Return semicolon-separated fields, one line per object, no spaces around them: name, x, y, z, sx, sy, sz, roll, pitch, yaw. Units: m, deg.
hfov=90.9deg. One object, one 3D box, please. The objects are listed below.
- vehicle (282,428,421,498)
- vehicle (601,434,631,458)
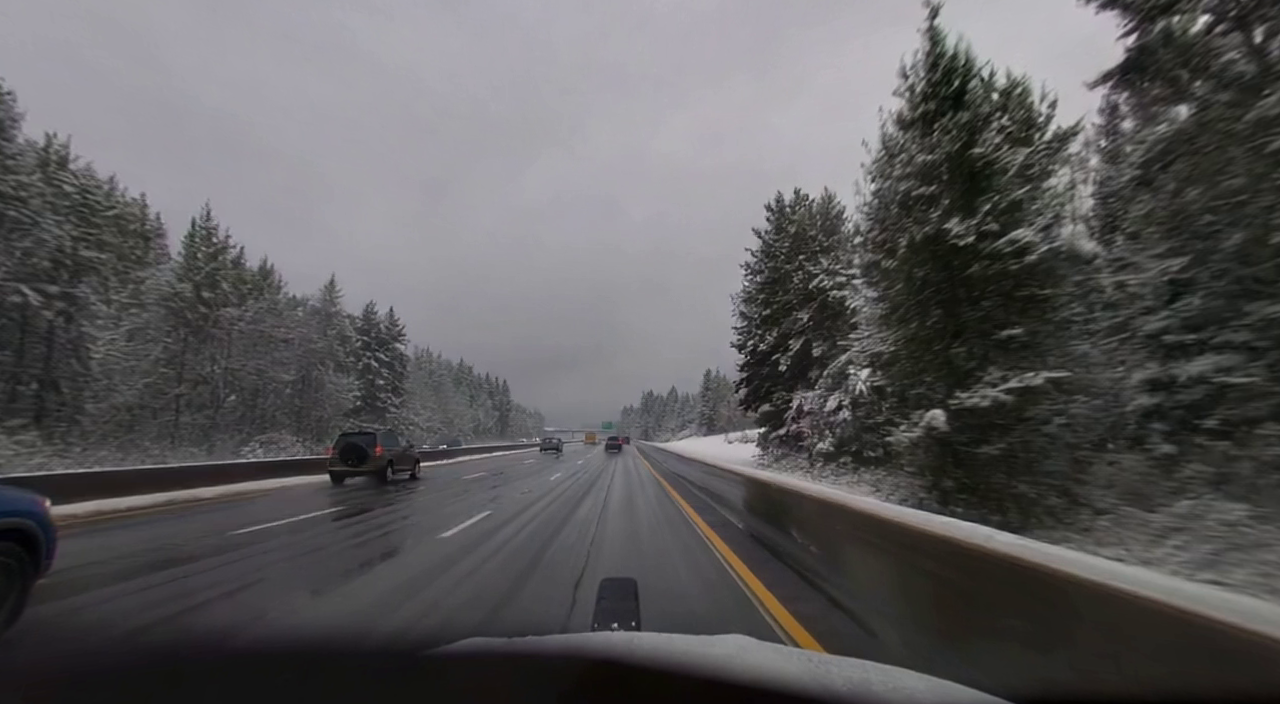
vehicle;-8.032;3.081;18.072;1.964;1.745;4.338;0;-7;0
vehicle;-1.779;7.134;48.032;2.178;1.658;3.916;0;-7;-1
